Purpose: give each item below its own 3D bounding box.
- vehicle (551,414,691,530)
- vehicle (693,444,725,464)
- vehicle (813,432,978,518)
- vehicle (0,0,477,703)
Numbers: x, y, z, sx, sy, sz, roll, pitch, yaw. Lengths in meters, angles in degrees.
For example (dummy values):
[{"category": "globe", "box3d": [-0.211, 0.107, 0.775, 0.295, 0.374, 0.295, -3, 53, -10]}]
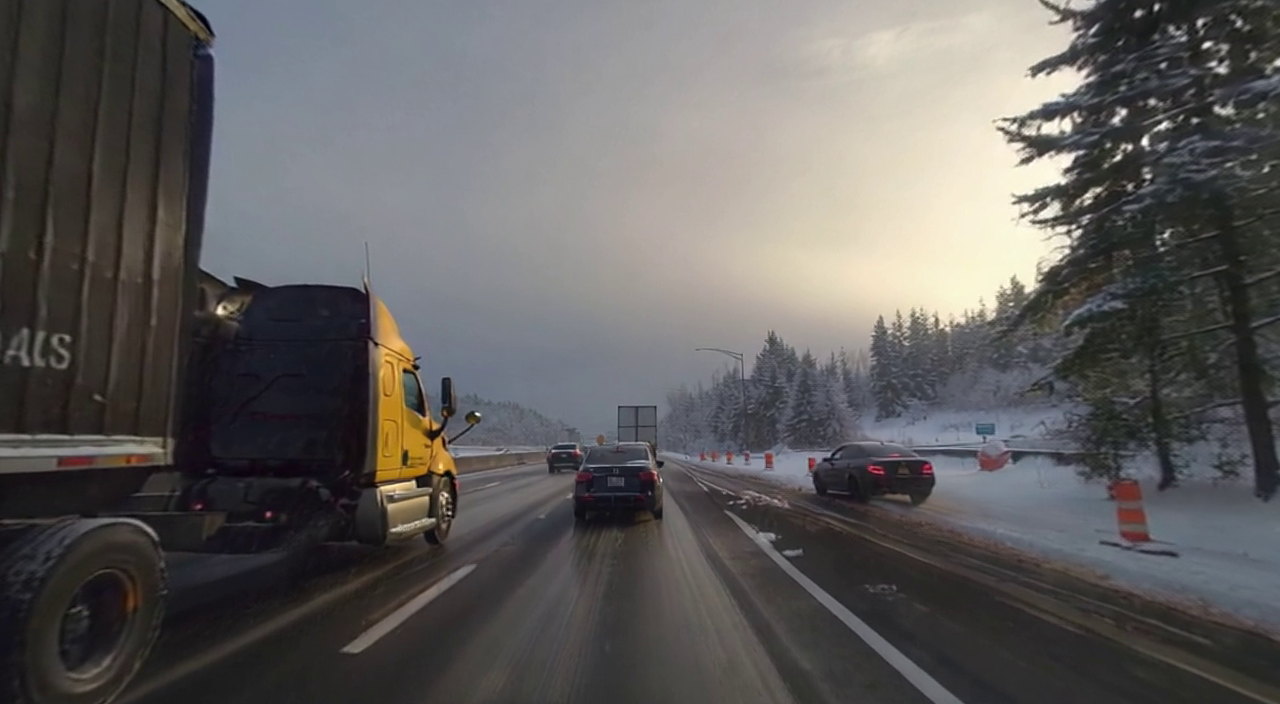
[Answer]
[{"category": "vehicle", "box3d": [-0.304, 2.151, 11.762, 2.152, 1.779, 3.924, 0, -9, 0]}, {"category": "vehicle", "box3d": [5.309, 7.928, 49.231, 1.918, 1.479, 4.571, 0, -9, -1]}, {"category": "vehicle", "box3d": [5.374, 2.612, 13.897, 1.937, 1.601, 3.798, 0, -9, -2]}, {"category": "vehicle", "box3d": [-3.741, -0.476, 1.068, 2.857, 4.063, 16.026, 0, -8, -1]}]
